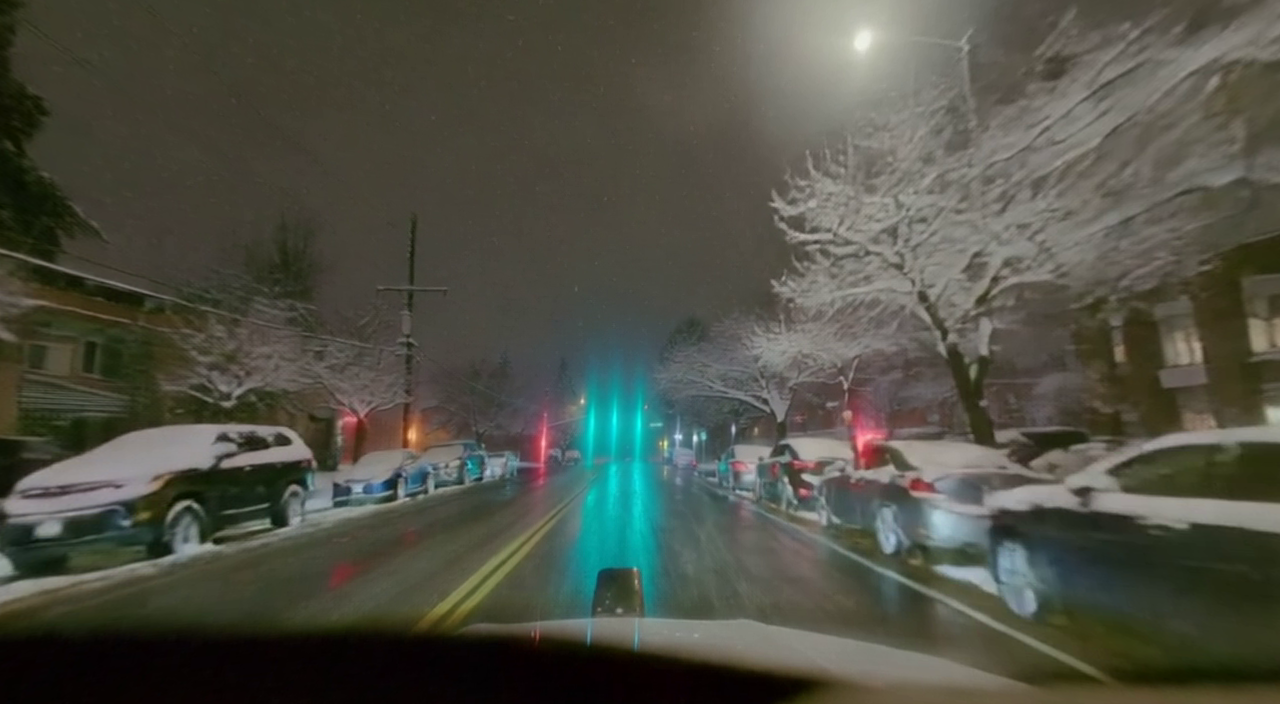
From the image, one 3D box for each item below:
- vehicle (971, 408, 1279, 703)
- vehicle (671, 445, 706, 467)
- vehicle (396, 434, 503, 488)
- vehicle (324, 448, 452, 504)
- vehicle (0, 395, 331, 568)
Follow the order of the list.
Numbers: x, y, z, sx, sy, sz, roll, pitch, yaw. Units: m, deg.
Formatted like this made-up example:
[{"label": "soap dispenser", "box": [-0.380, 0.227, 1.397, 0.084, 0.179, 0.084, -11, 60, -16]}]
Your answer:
[{"label": "vehicle", "box": [3.784, 1.047, 2.907, 2.009, 1.547, 4.574, 0, -8, 0]}, {"label": "vehicle", "box": [3.373, 7.403, 44.992, 2.005, 1.466, 4.767, 0, -8, -2]}, {"label": "vehicle", "box": [-7.686, 4.451, 26.212, 2.613, 1.959, 5.843, 0, -8, 0]}, {"label": "vehicle", "box": [-7.593, 3.751, 19.584, 2.057, 1.486, 4.759, 0, -8, -1]}, {"label": "vehicle", "box": [-7.635, 2.030, 10.720, 2.146, 2.167, 5.339, 0, -8, -2]}]
